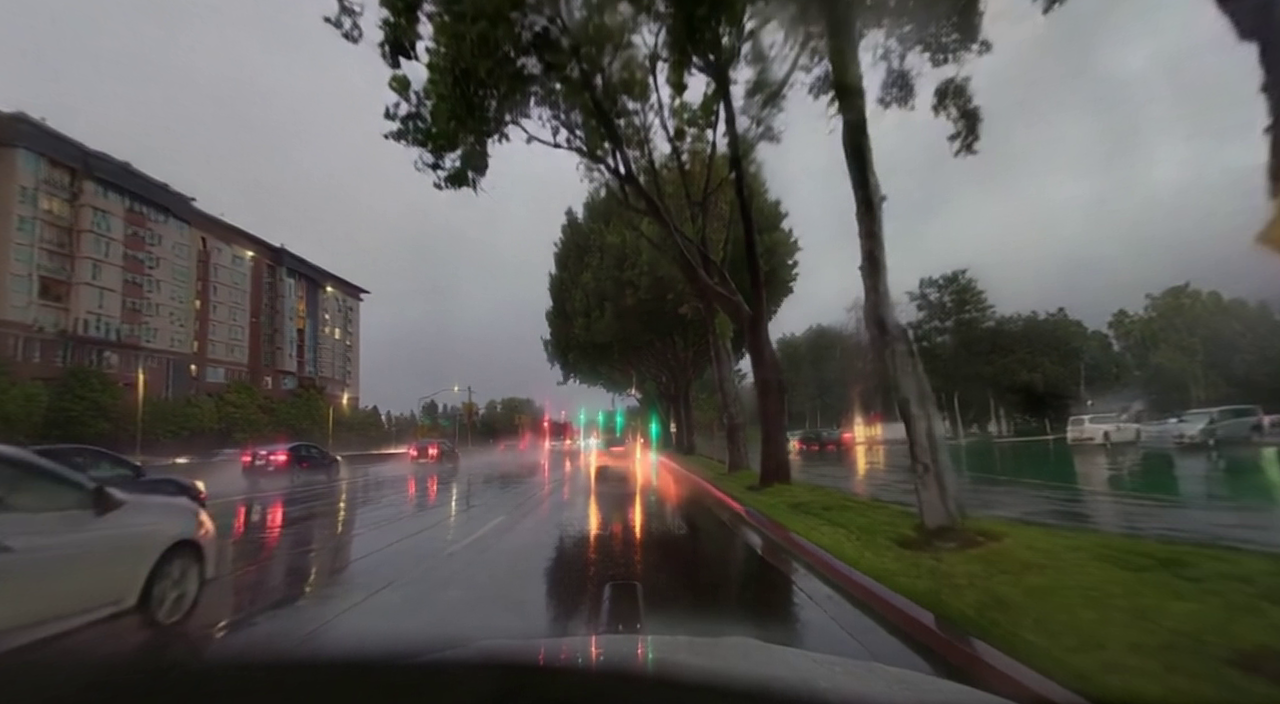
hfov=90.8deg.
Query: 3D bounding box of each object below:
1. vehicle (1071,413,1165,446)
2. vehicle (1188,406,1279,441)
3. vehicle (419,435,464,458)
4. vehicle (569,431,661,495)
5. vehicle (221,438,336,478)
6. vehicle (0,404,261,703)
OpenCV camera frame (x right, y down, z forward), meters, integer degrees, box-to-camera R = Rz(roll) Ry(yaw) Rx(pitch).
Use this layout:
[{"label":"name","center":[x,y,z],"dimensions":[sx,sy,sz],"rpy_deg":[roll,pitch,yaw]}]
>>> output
[{"label":"vehicle","center":[24.810,4.040,32.837],"dimensions":[3.437,1.408,1.759],"rpy_deg":[-3,-9,-5]},{"label":"vehicle","center":[26.566,3.139,27.722],"dimensions":[3.512,1.415,1.722],"rpy_deg":[0,-9,-5]},{"label":"vehicle","center":[-15.248,7.312,48.819],"dimensions":[2.064,1.686,4.380],"rpy_deg":[0,-8,0]},{"label":"vehicle","center":[-0.623,2.882,16.764],"dimensions":[2.099,1.469,4.389],"rpy_deg":[0,-8,-1]},{"label":"vehicle","center":[-14.562,4.287,25.807],"dimensions":[2.024,1.484,4.592],"rpy_deg":[0,-8,-1]},{"label":"vehicle","center":[-4.142,0.977,2.805],"dimensions":[2.032,1.515,4.641],"rpy_deg":[0,-8,0]}]
